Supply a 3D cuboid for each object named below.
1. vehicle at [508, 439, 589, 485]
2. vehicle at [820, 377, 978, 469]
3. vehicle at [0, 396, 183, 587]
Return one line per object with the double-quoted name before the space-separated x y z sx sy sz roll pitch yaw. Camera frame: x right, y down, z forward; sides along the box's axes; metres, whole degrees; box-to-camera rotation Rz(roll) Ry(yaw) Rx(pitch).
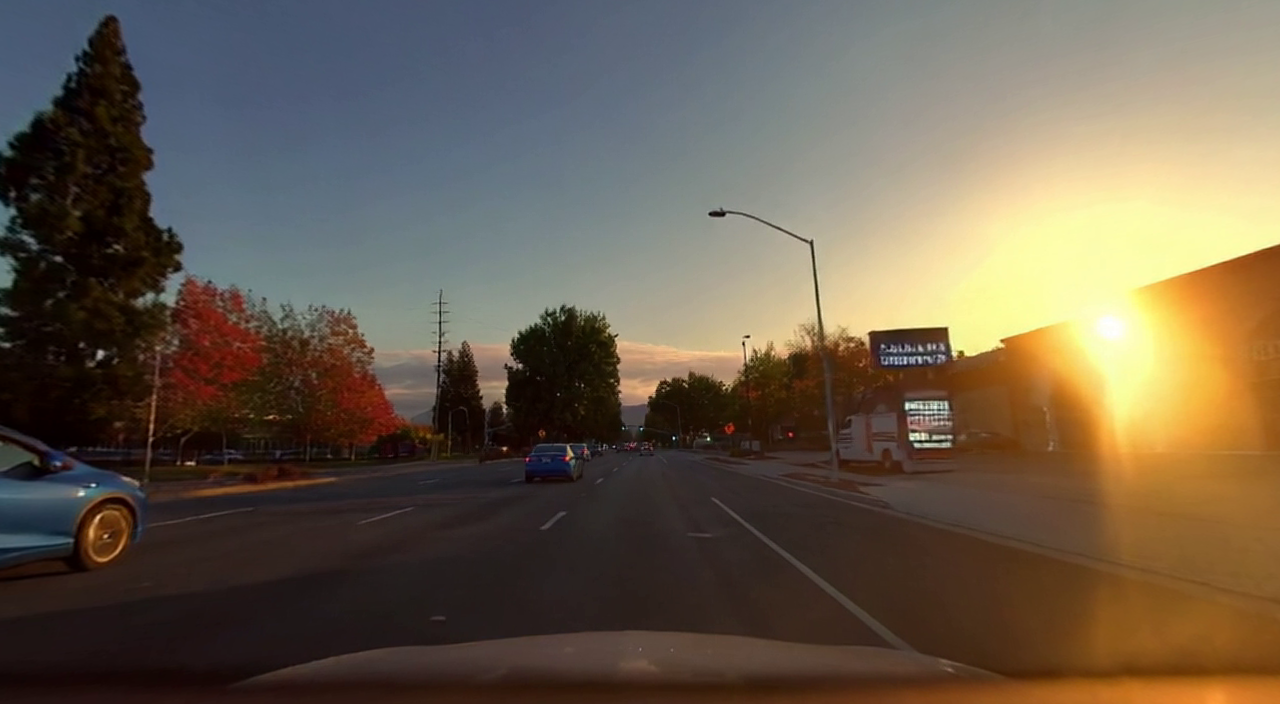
"vehicle" -3.193 3.955 22.981 2.152 1.479 4.394 0 -9 1
"vehicle" 12.100 3.692 31.127 2.995 3.704 10.928 0 -9 -1
"vehicle" -6.865 1.266 5.700 2.043 1.726 4.472 0 -9 0
